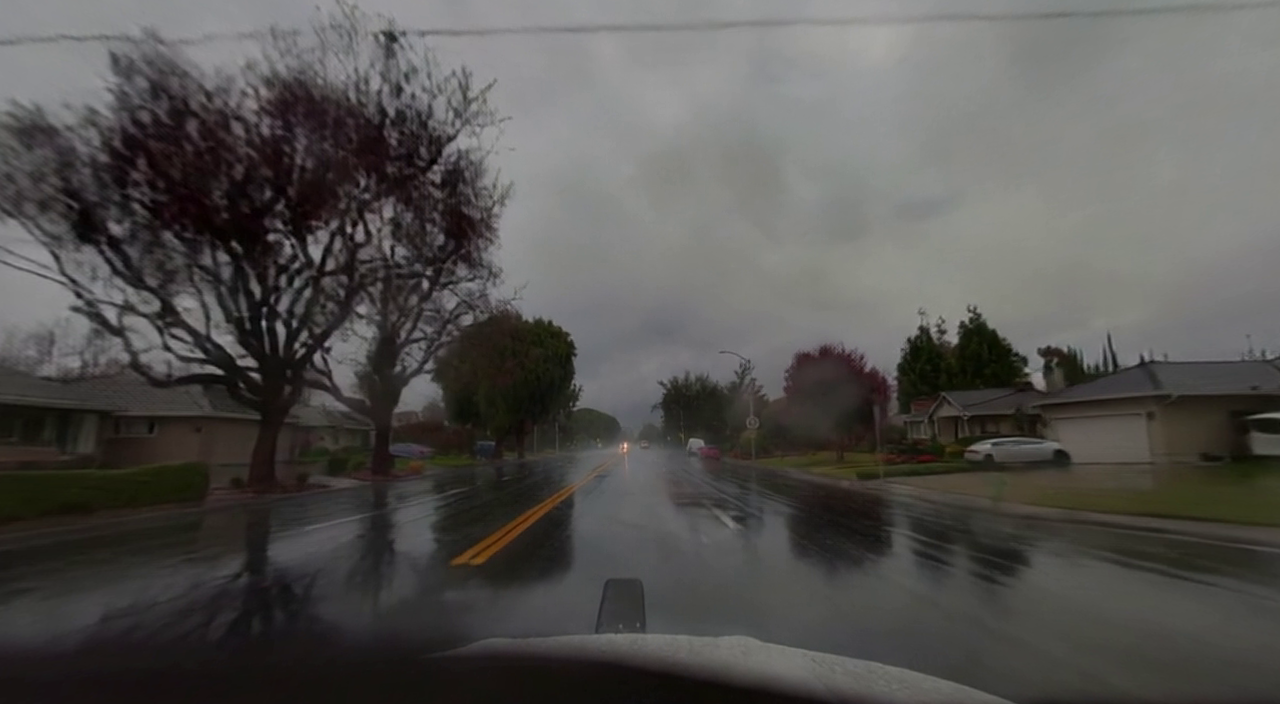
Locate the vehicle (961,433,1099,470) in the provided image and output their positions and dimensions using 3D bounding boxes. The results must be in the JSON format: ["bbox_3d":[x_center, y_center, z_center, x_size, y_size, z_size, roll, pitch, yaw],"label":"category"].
[{"bbox_3d":[16.652,4.282,27.189,4.443,1.497,2.168,0,-8,2],"label":"vehicle"}]
